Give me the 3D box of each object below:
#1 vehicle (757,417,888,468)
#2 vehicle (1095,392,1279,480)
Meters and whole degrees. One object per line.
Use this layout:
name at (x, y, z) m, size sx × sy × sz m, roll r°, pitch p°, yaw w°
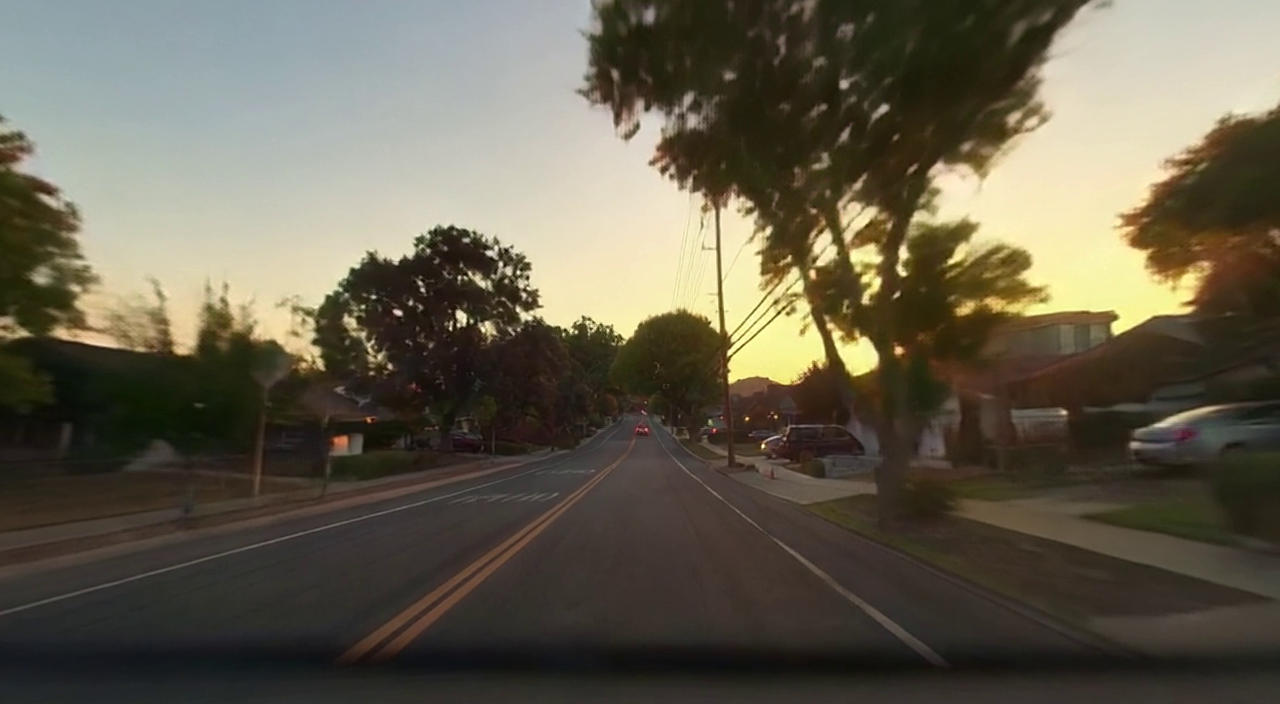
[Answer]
vehicle at (9.429, 4.704, 32.994) m, size 6.133 × 2.254 × 2.383 m, roll 3°, pitch -6°, yaw 0°
vehicle at (11.236, 1.649, 12.609) m, size 1.884 × 1.484 × 4.034 m, roll -1°, pitch -7°, yaw 11°
